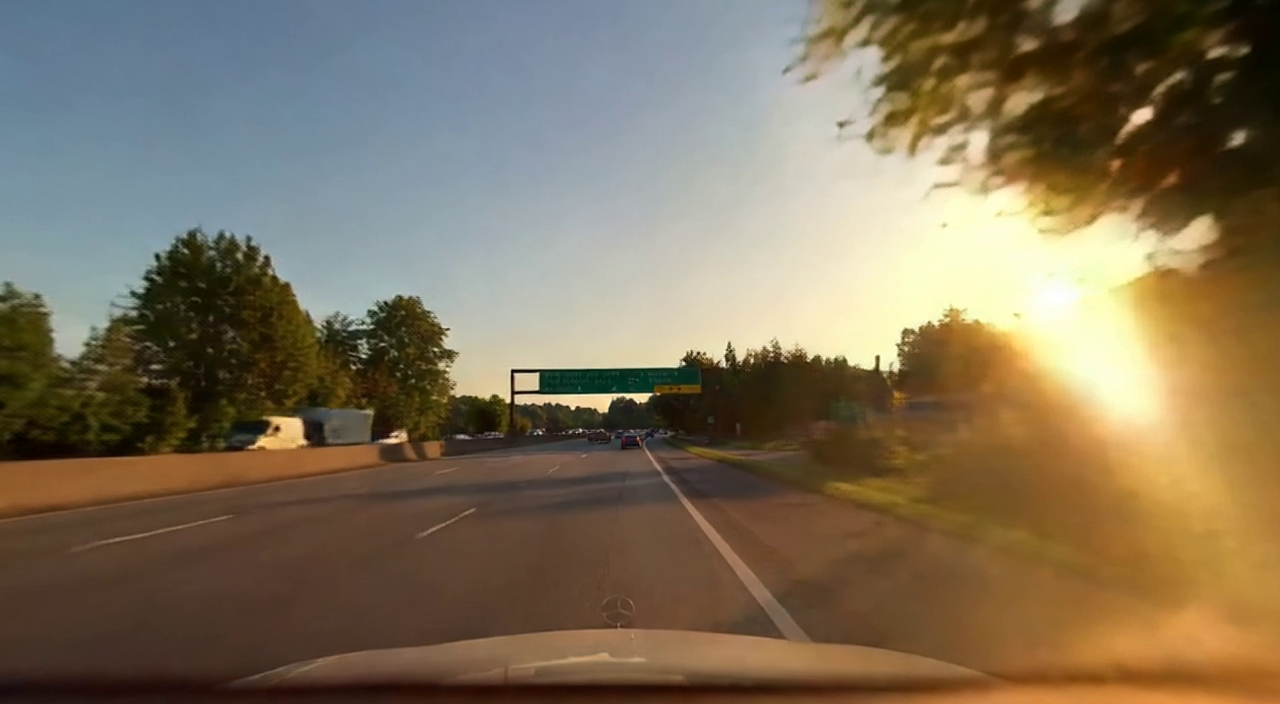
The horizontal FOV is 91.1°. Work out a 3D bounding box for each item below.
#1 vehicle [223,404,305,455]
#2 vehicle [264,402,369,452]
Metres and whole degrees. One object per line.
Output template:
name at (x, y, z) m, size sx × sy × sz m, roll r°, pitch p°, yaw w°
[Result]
vehicle at (-24.536, 5.089, 41.235) m, size 2.875 × 3.132 × 3.793 m, roll 0°, pitch -8°, yaw -1°
vehicle at (-24.652, 5.873, 48.717) m, size 2.715 × 3.424 × 10.329 m, roll 0°, pitch -8°, yaw 0°
